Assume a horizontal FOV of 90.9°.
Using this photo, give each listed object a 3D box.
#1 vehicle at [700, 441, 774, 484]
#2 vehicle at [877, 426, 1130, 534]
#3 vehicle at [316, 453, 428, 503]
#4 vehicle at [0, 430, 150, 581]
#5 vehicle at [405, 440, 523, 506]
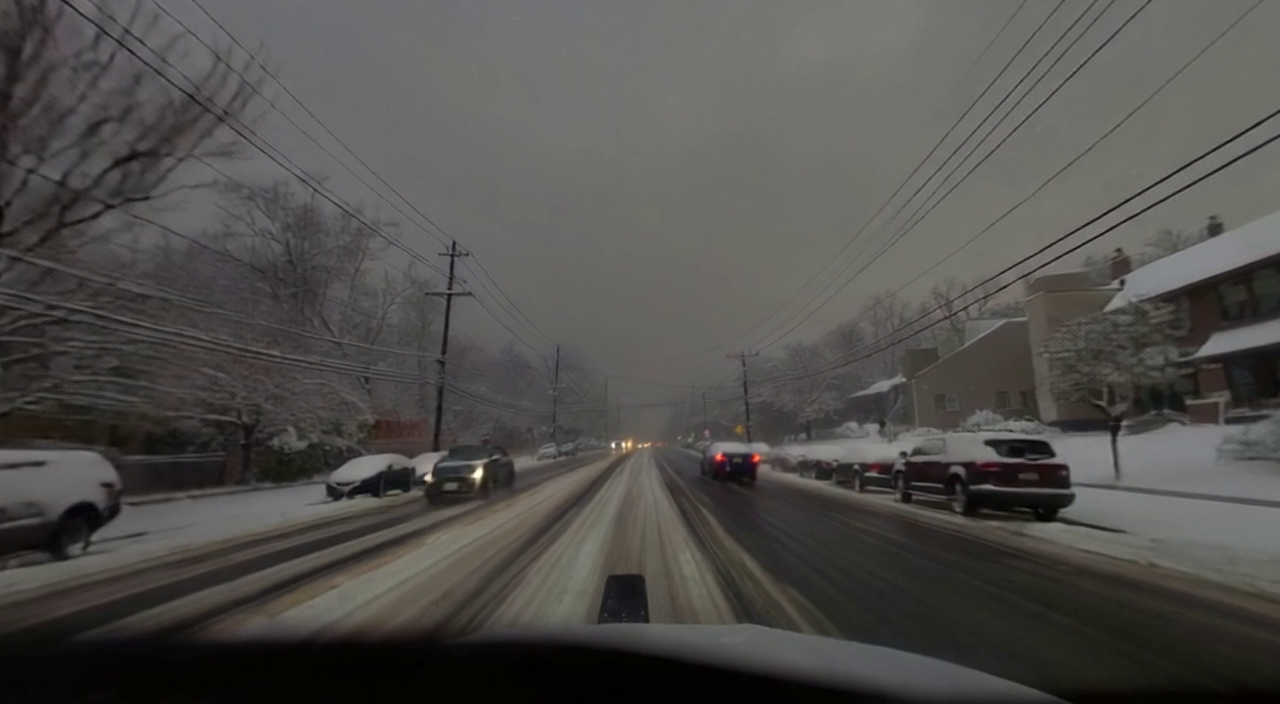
[{"bbox_3d":[3.632,4.259,24.610,2.059,1.489,4.629,0,-8,-1],"label":"vehicle"},{"bbox_3d":[7.741,2.766,14.522,2.250,1.935,6.052,0,-8,0],"label":"vehicle"},{"bbox_3d":[-9.298,4.372,22.332,1.944,1.524,4.404,0,-8,2],"label":"vehicle"},{"bbox_3d":[-9.495,2.129,8.644,1.981,1.975,4.534,-3,-8,-1],"label":"vehicle"},{"bbox_3d":[-4.717,3.280,17.598,2.010,1.588,4.186,0,-8,1],"label":"vehicle"}]
